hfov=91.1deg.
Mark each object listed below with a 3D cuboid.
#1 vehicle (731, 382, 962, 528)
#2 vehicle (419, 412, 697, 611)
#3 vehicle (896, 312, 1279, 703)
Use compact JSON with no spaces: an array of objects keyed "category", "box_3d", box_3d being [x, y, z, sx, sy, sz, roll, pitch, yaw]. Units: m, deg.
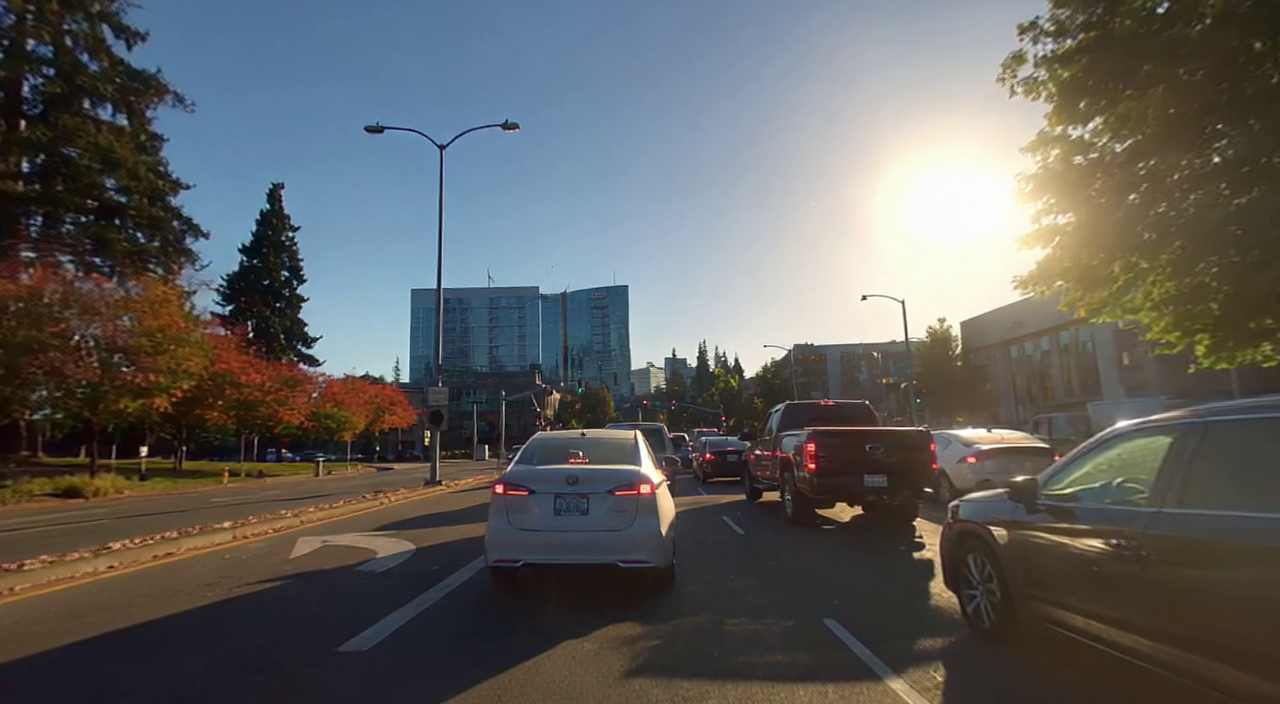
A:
[{"category":"vehicle","box_3d":[3.524,1.967,12.413,2.497,2.186,5.890,0,-8,0]},{"category":"vehicle","box_3d":[-0.608,1.557,7.097,2.172,1.536,4.250,0,-8,1]},{"category":"vehicle","box_3d":[3.168,0.843,2.837,2.024,1.723,4.714,0,-8,0]}]
